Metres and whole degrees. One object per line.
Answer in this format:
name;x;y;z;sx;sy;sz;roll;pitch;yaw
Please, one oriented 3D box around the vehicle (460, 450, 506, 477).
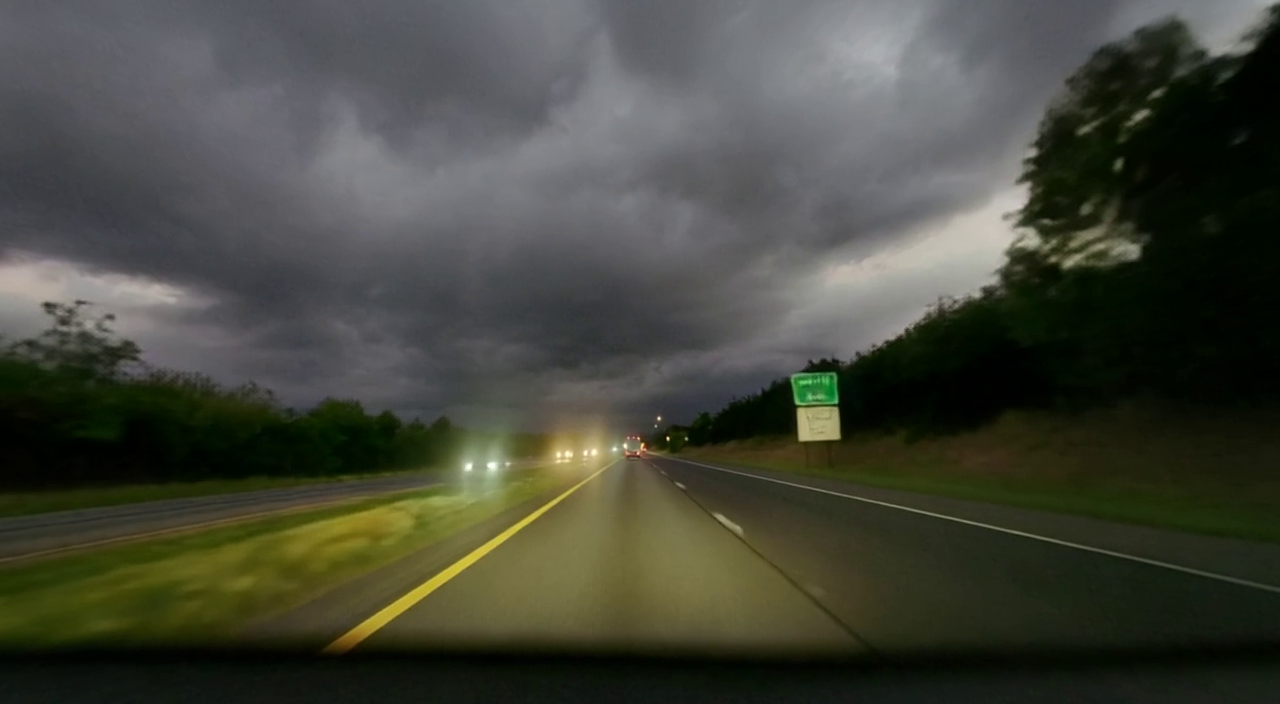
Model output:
vehicle;-9.684;6.886;38.935;1.832;1.511;3.979;0;-9;0
